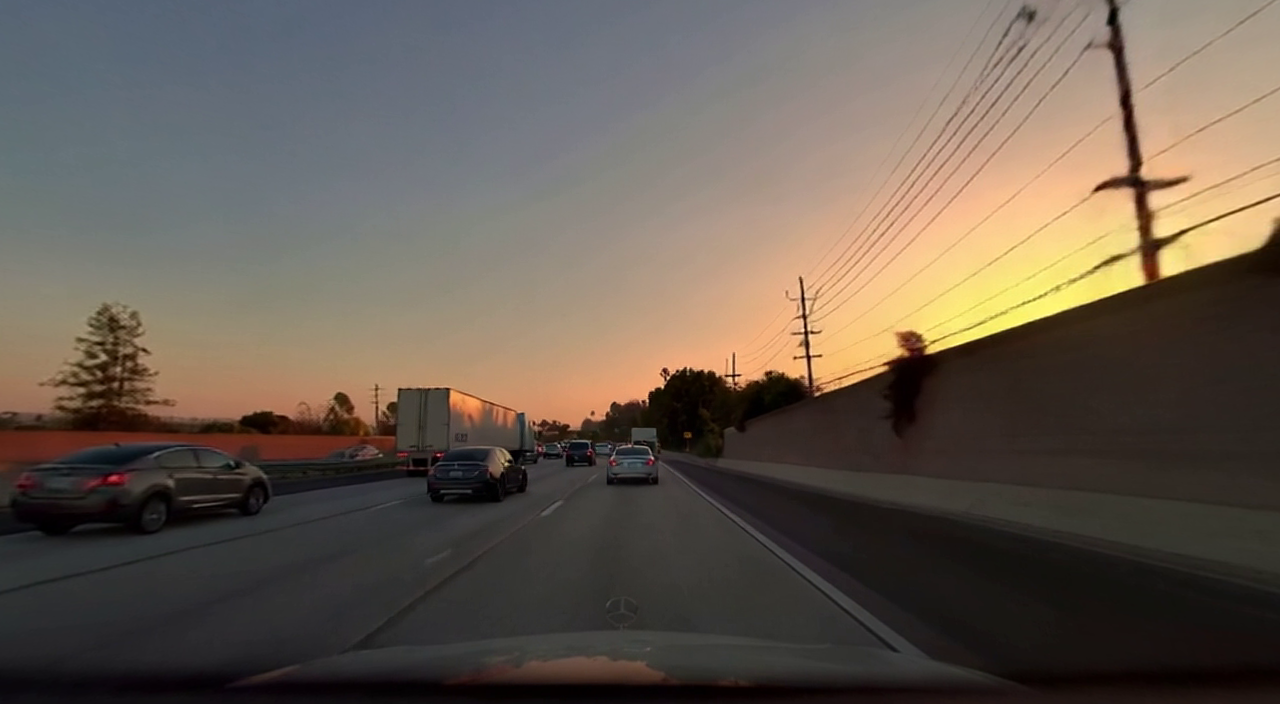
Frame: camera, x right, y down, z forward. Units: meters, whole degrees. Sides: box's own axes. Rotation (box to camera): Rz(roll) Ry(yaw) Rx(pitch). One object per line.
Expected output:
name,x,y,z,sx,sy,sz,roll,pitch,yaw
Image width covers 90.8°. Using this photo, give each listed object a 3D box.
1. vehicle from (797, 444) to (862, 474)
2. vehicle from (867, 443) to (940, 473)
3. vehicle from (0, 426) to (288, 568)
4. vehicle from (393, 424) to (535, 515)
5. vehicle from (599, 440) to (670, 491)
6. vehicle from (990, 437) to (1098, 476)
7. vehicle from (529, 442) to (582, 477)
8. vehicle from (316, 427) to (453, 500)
vehicle,10.274,5.831,34.618,1.974,1.495,4.734,0,-9,-1
vehicle,14.310,5.782,34.687,1.949,1.472,4.795,0,-9,0
vehicle,-7.631,1.922,9.238,2.165,1.511,4.810,0,-9,0
vehicle,-3.733,2.578,14.324,1.923,1.716,4.289,0,-9,1
vehicle,-0.172,3.662,20.731,2.089,1.477,3.818,0,-9,0
vehicle,17.809,4.608,28.135,1.936,1.591,4.362,0,-9,1
vehicle,-3.776,4.885,28.923,1.870,1.485,4.304,0,-9,0
vehicle,-6.937,3.071,17.735,2.027,1.762,4.386,0,-9,-1
